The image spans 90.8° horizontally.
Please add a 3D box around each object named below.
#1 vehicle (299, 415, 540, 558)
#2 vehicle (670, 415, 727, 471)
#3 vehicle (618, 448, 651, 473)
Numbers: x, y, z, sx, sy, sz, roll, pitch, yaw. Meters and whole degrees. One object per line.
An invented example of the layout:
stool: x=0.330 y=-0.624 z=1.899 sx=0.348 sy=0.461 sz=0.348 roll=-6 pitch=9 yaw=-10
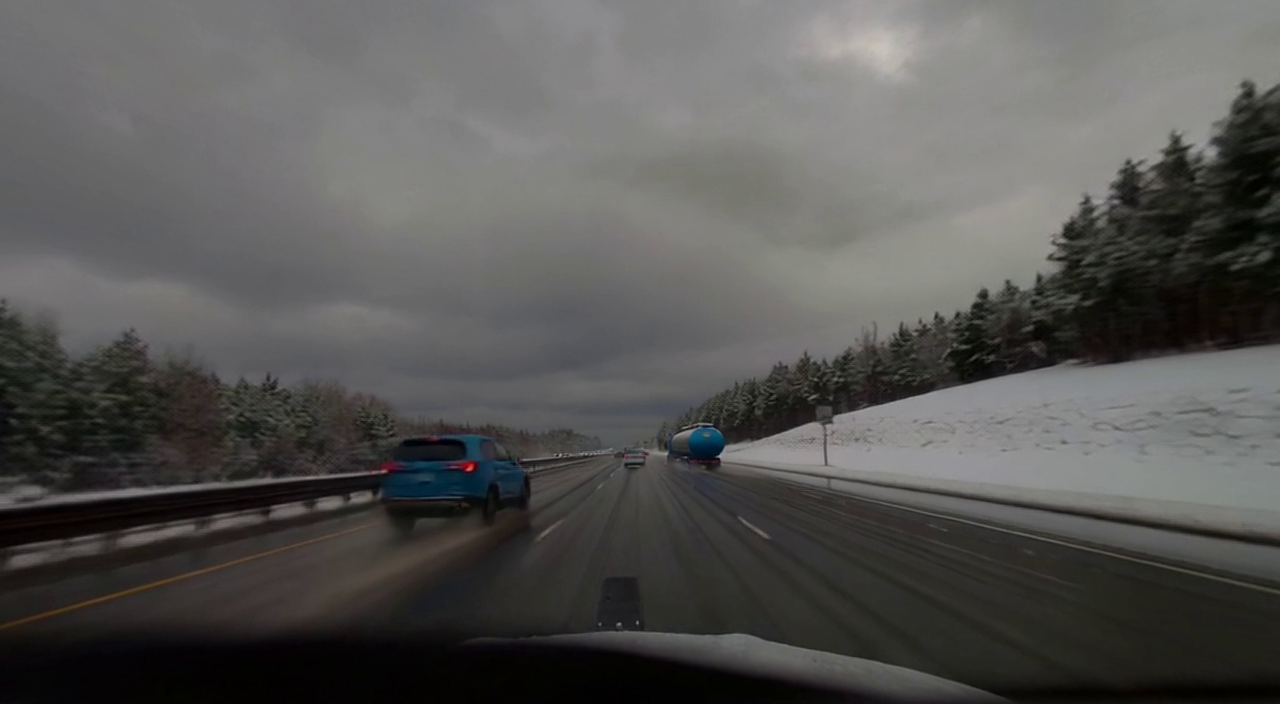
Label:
vehicle: x=-3.196 y=2.079 z=10.468 sx=2.258 sy=1.805 sz=4.665 roll=0 pitch=-9 yaw=1
vehicle: x=4.130 y=6.978 z=48.096 sx=2.889 sy=3.606 sz=13.832 roll=0 pitch=-9 yaw=-1
vehicle: x=-0.332 y=7.005 z=40.921 sx=2.013 sy=1.498 sz=3.908 roll=0 pitch=-9 yaw=0
